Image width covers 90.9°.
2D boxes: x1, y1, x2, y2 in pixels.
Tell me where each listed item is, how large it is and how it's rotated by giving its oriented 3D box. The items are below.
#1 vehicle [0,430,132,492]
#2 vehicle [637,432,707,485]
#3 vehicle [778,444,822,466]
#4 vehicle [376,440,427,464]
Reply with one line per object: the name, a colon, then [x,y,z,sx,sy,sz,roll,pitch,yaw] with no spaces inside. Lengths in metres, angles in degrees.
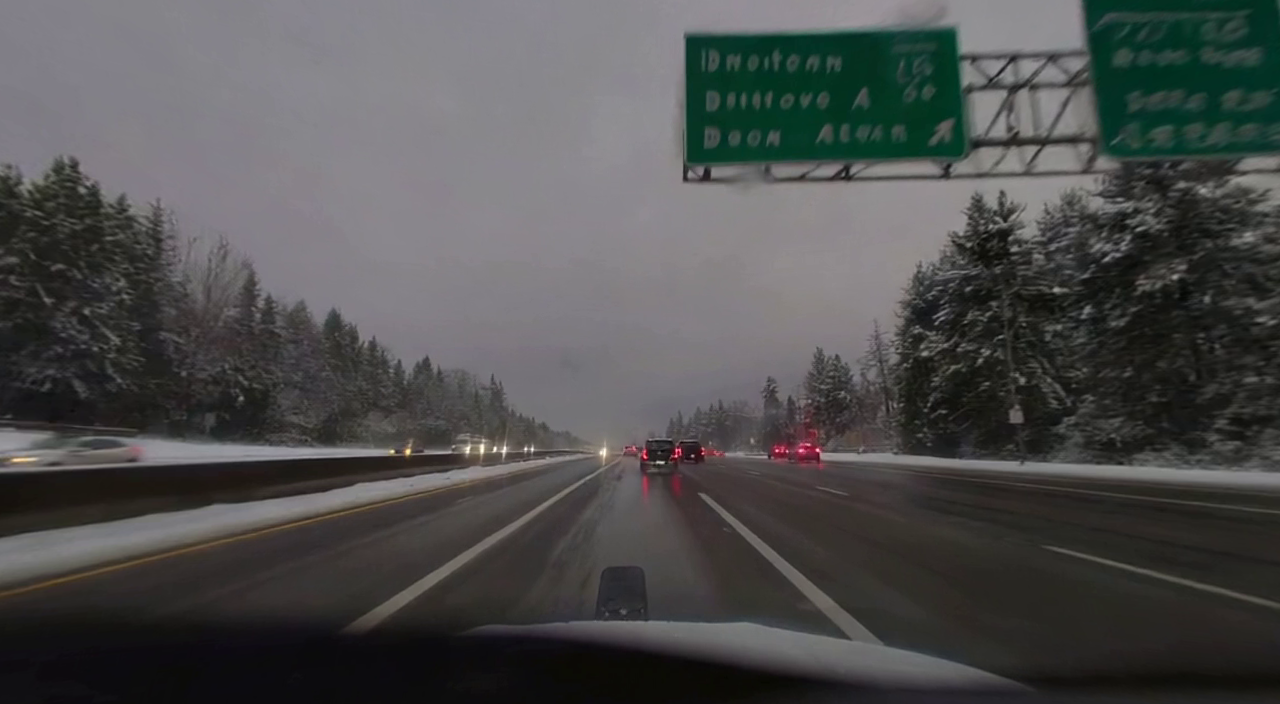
vehicle: [-18.283,3.262,19.167,1.965,1.662,4.370,0,-8,0]
vehicle: [1.031,3.798,22.780,2.105,1.711,4.293,0,-8,-2]
vehicle: [11.088,7.143,44.032,1.872,1.459,4.502,0,-8,0]
vehicle: [-18.672,7.832,49.600,2.118,1.761,4.873,0,-8,0]
